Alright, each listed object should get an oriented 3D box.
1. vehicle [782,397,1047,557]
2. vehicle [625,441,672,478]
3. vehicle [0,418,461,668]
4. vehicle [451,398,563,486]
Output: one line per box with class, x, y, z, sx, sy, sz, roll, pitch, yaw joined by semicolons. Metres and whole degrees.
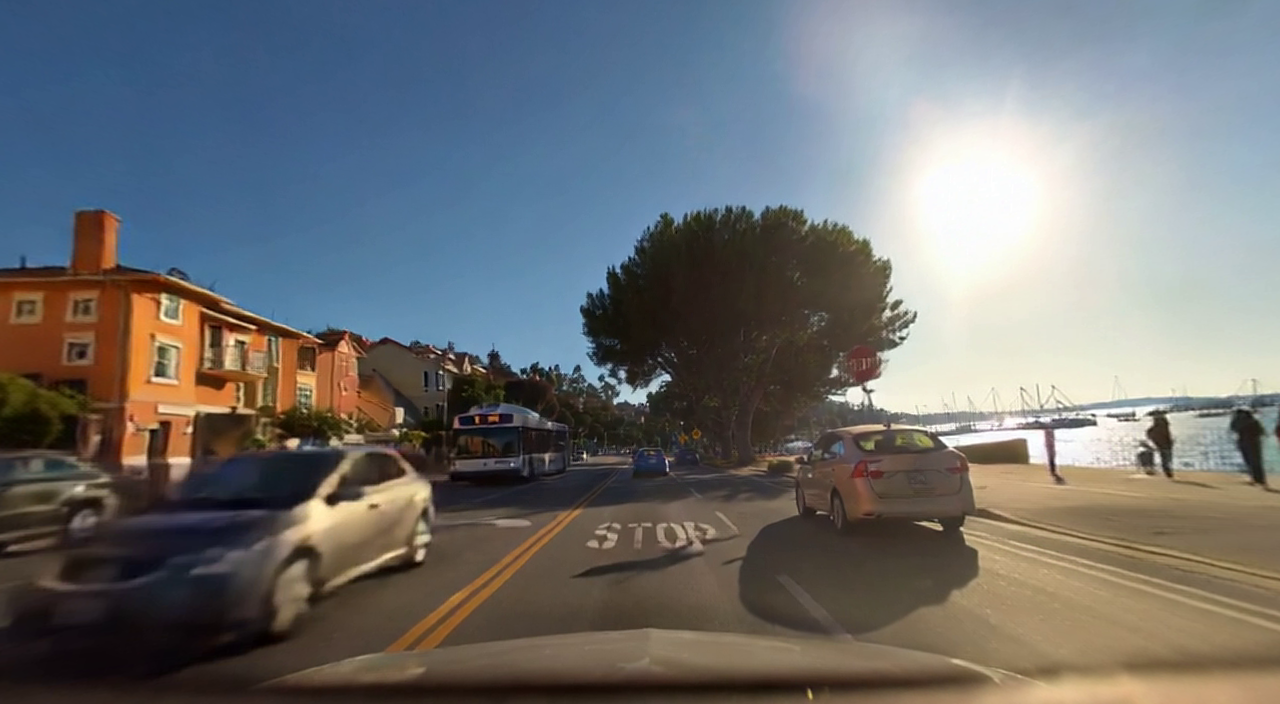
vehicle;3.633;1.755;9.456;2.000;1.809;4.405;0;-8;1
vehicle;0.356;5.199;30.691;2.132;1.632;3.838;0;-8;-1
vehicle;-3.341;1.542;6.188;1.893;1.583;4.107;-1;-8;1
vehicle;-6.018;4.379;30.599;3.102;3.524;9.830;-1;-8;1
